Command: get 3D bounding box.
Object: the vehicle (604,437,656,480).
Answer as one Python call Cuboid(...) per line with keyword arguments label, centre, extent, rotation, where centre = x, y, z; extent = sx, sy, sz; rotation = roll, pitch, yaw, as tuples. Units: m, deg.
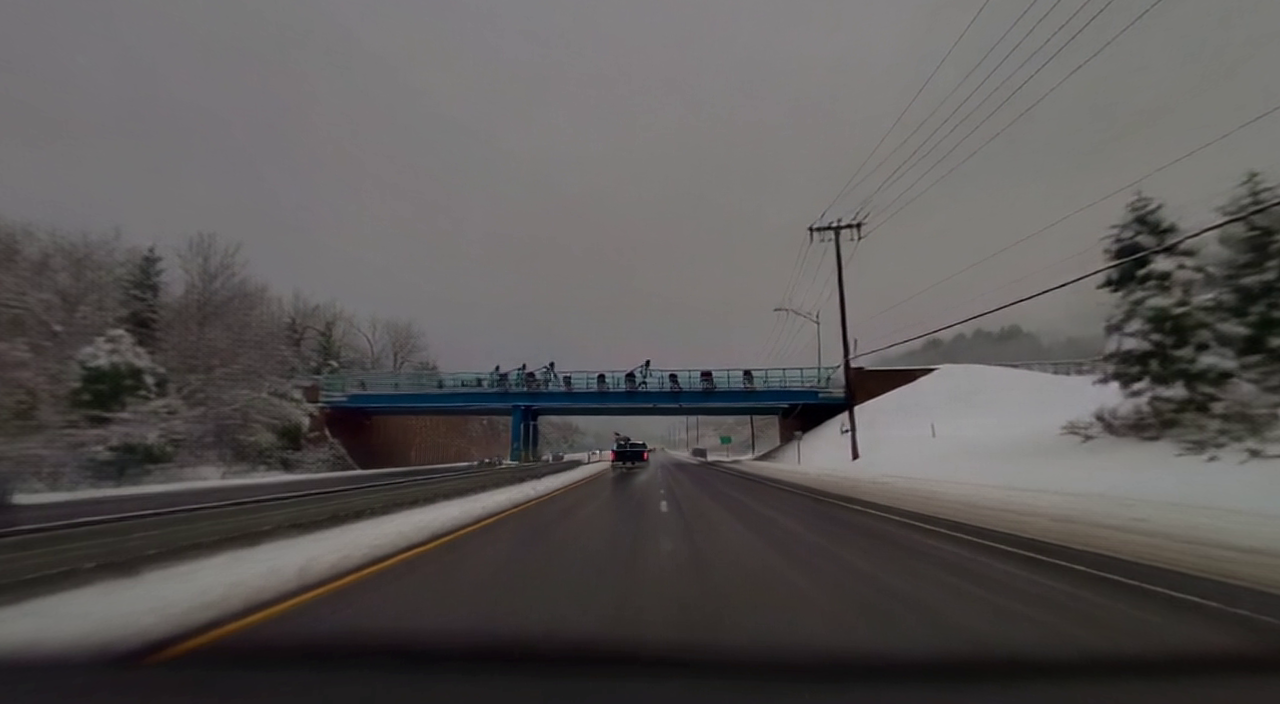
Cuboid(label="vehicle", centre=(-0.397, 5.306, 31.668), extent=(2.369, 1.948, 5.343), rotation=(0, -9, 2))
